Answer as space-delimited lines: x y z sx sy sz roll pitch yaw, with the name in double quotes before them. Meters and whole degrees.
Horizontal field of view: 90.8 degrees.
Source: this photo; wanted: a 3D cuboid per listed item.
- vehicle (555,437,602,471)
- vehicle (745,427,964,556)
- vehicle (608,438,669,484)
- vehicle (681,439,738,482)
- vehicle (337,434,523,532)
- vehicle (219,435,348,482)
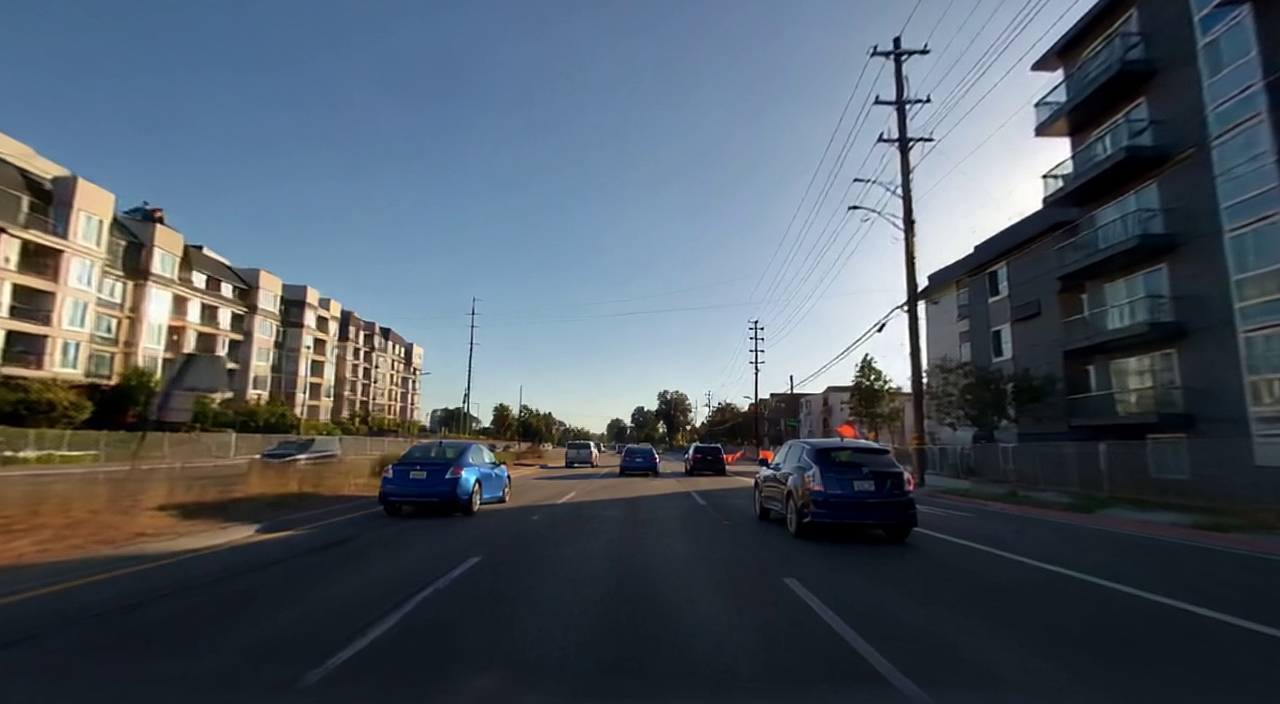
"vehicle" -3.523 5.934 37.031 2.190 1.832 4.417 0 -8 1
"vehicle" 3.032 2.047 9.984 1.975 1.598 4.025 0 -8 -1
"vehicle" -0.045 4.417 25.972 2.291 1.714 4.217 0 -8 0
"vehicle" 3.080 4.877 28.745 2.029 1.797 4.218 0 -8 -1
"vehicle" -3.592 2.317 11.774 1.968 1.473 4.209 0 -8 1
"vehicle" -12.398 3.725 22.369 1.902 1.497 4.417 0 -8 1
